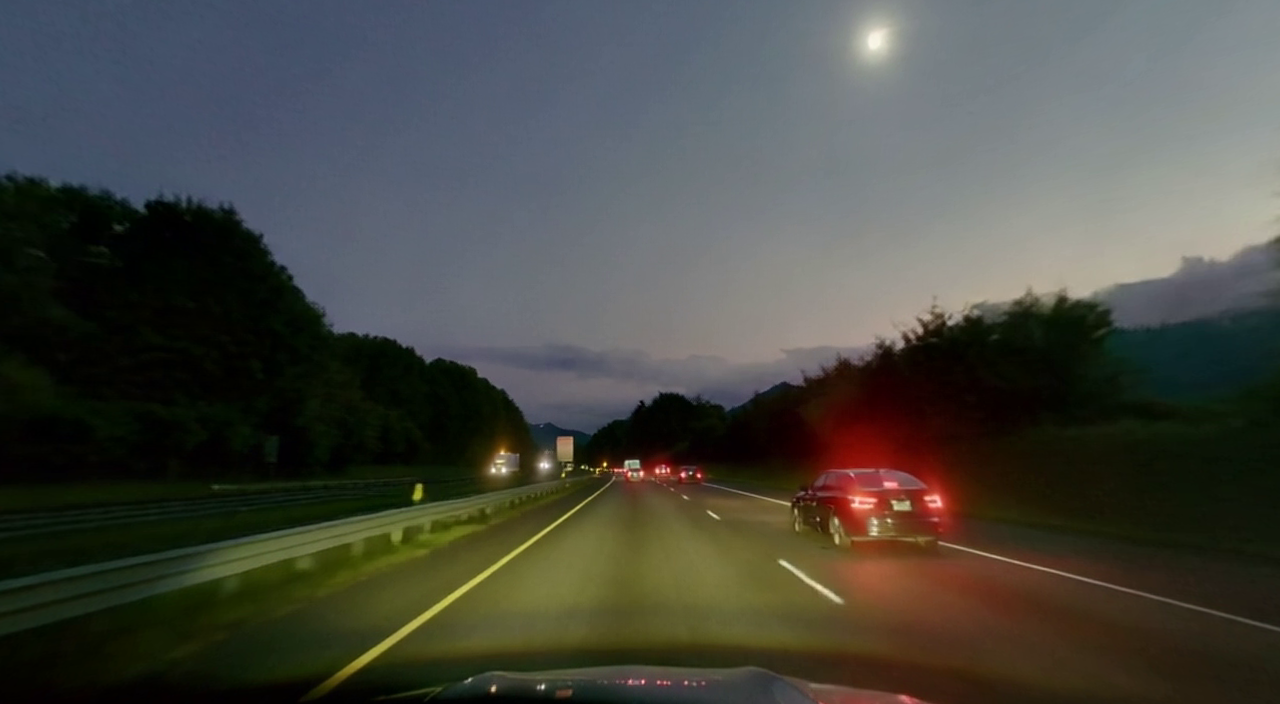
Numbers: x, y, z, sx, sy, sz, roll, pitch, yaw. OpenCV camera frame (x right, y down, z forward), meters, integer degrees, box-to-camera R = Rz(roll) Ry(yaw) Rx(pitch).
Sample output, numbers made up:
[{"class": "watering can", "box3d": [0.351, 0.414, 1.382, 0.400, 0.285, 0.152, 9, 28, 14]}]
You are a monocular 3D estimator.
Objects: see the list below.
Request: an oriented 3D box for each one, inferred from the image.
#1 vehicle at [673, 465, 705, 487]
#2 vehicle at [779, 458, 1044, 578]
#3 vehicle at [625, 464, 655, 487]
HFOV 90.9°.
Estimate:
[{"class": "vehicle", "box3d": [3.549, 9.033, 45.976, 1.976, 1.467, 3.783, 1, -10, -1]}, {"class": "vehicle", "box3d": [3.871, 2.492, 10.222, 2.018, 1.426, 4.941, 1, -10, -1]}, {"class": "vehicle", "box3d": [-0.008, 8.514, 43.437, 1.980, 1.483, 3.865, 1, -10, 0]}]
